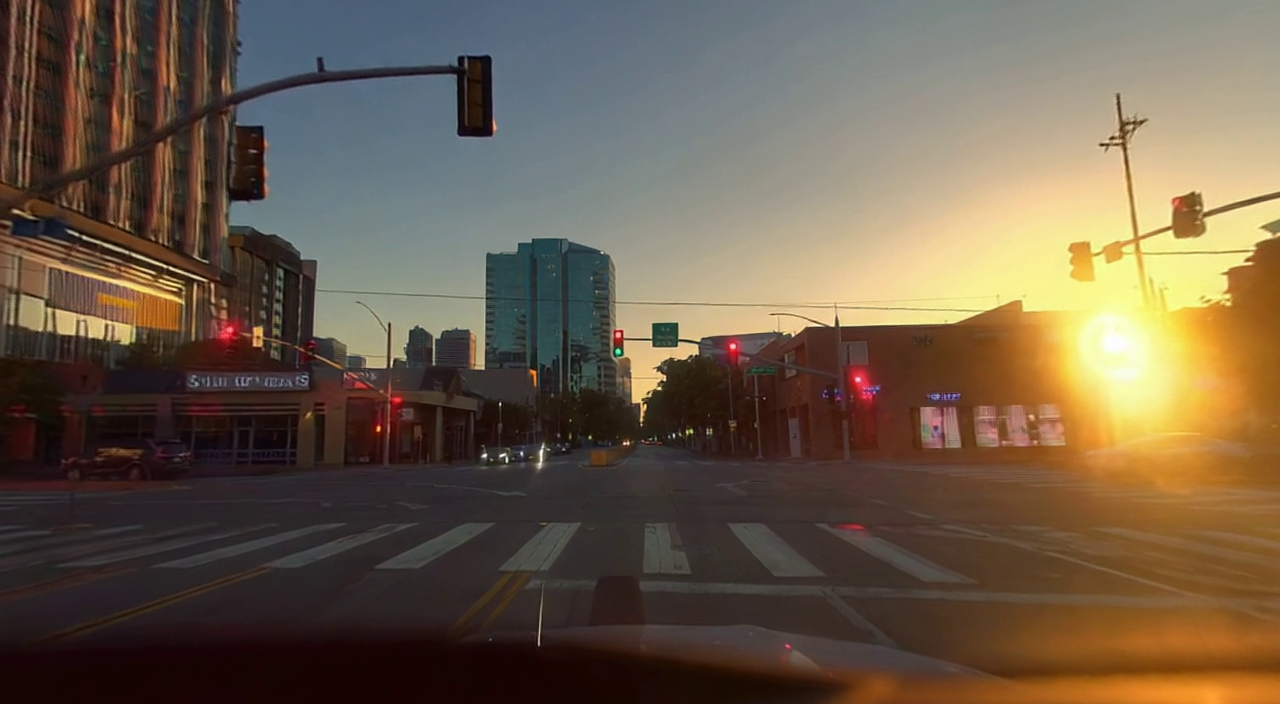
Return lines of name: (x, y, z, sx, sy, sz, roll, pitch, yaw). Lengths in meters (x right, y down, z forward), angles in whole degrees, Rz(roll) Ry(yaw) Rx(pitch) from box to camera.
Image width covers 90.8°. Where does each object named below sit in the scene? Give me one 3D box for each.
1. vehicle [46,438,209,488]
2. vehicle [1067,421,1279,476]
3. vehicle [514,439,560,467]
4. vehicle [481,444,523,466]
vehicle: (-21.165, 4.560, 26.200, 5.161, 1.910, 2.275, -2, -9, 11)
vehicle: (15.406, 2.792, 18.204, 4.651, 1.463, 1.880, -2, -9, 9)
vehicle: (-6.820, 6.715, 42.212, 2.181, 1.703, 4.512, 0, -8, 2)
vehicle: (-9.879, 7.376, 45.555, 2.106, 1.505, 4.228, 0, -8, 0)
